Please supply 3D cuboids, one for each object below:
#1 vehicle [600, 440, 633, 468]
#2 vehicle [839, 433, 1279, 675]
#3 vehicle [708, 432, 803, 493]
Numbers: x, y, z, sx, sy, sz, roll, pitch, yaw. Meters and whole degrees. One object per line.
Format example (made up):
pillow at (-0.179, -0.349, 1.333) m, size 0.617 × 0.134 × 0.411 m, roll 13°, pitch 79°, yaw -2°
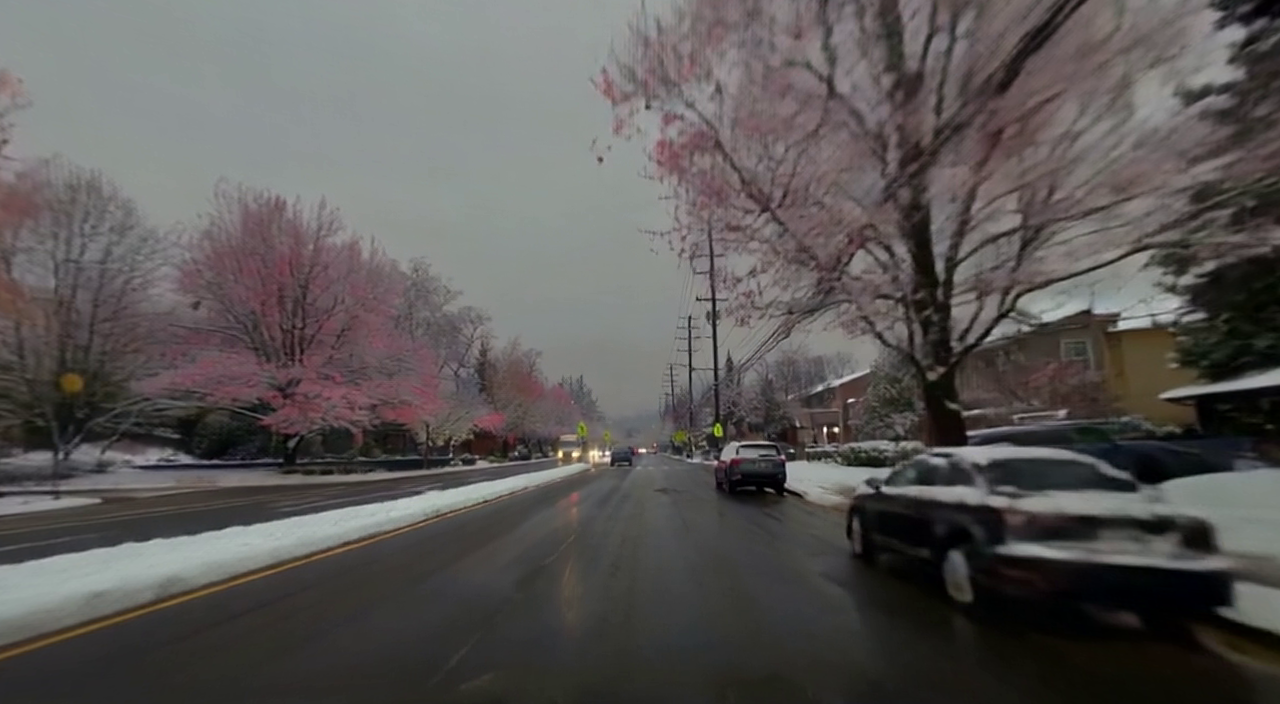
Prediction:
vehicle at (-1.686, 7.621, 47.106) m, size 2.202 × 1.961 × 4.980 m, roll 0°, pitch -9°, yaw 0°
vehicle at (3.699, 1.585, 6.166) m, size 2.042 × 1.465 × 4.455 m, roll 0°, pitch -9°, yaw 0°
vehicle at (3.950, 3.912, 22.729) m, size 2.280 × 1.904 × 5.779 m, roll 0°, pitch -9°, yaw -1°
